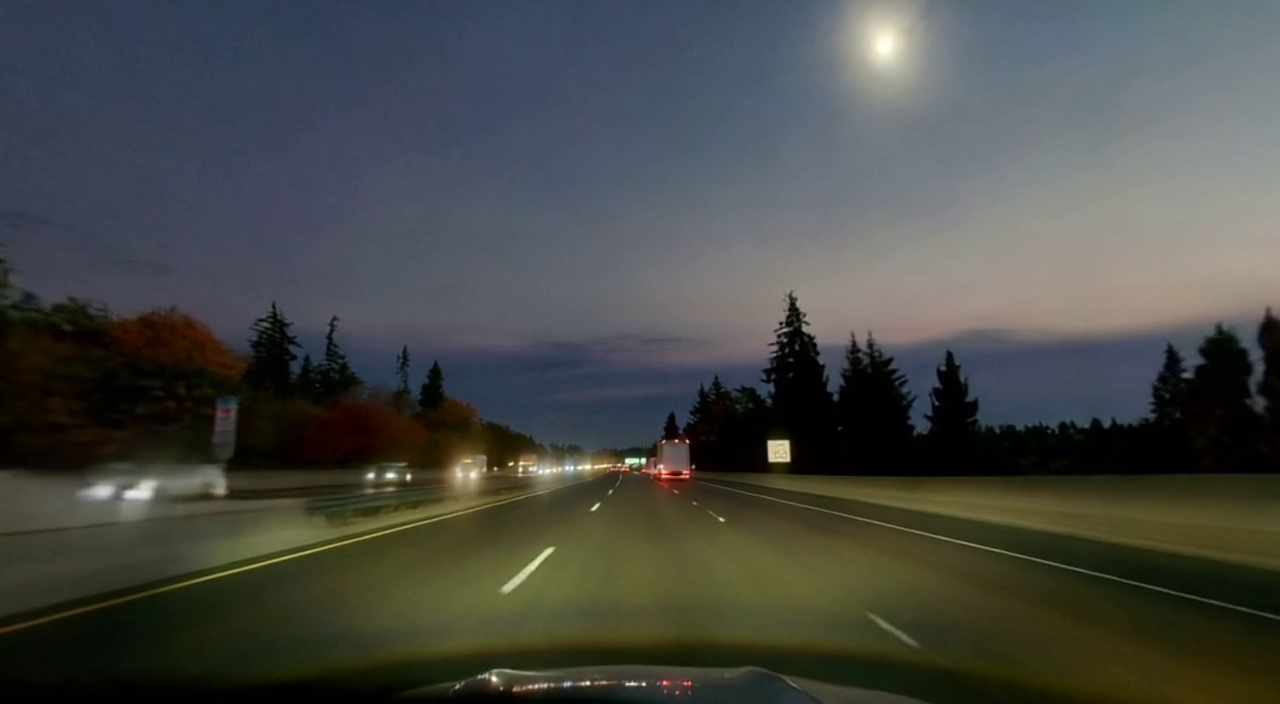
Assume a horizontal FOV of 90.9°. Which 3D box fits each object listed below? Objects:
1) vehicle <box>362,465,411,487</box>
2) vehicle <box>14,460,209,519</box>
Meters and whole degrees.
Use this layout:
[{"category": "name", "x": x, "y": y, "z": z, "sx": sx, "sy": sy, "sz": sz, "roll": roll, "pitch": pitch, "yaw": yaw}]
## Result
[{"category": "vehicle", "x": -19.742, "y": 9.661, "z": 49.262, "sx": 1.944, "sy": 1.636, "sz": 4.409, "roll": 1, "pitch": -10, "yaw": 0}, {"category": "vehicle", "x": -15.299, "y": 3.989, "z": 18.661, "sx": 1.822, "sy": 1.490, "sz": 4.560, "roll": 1, "pitch": -10, "yaw": 0}]
